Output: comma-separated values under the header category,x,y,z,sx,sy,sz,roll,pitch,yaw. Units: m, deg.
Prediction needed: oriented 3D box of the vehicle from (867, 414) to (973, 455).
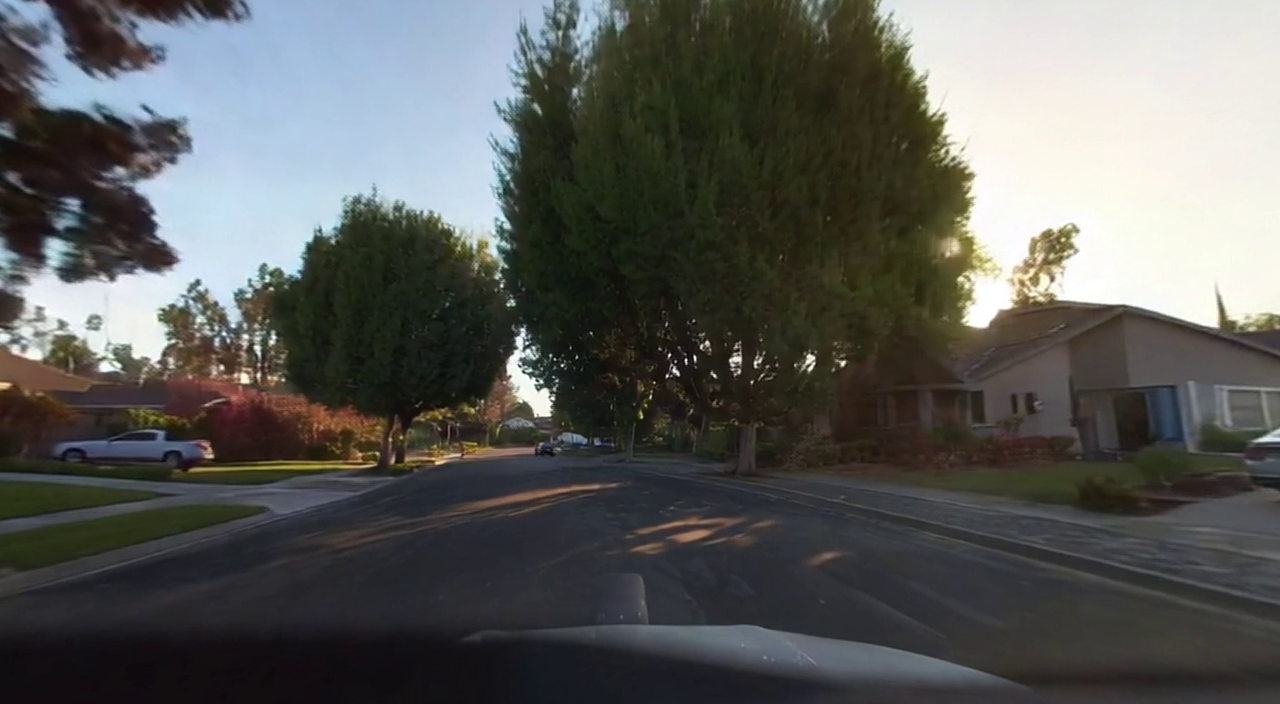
category,x,y,z,sx,sy,sz,roll,pitch,yaw
vehicle,14.861,4.422,33.729,4.829,1.772,2.092,-8,-9,22

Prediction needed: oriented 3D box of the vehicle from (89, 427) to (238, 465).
category,x,y,z,sx,sy,sz,roll,pitch,yaw
vehicle,-20.667,4.157,27.640,4.654,1.457,1.986,3,-11,-10
